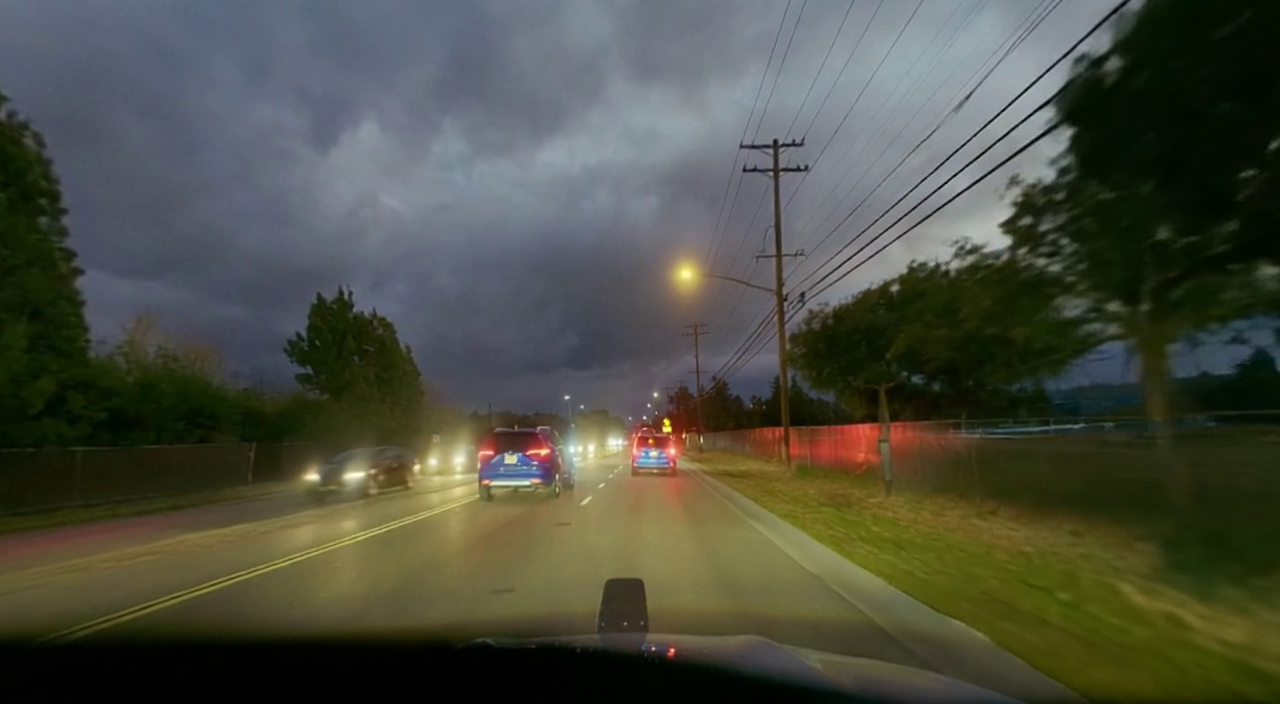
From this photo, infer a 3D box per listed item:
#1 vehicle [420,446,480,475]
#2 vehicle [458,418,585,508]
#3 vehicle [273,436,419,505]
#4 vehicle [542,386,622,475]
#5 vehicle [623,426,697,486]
[{"bbox_3d":[-11.242,6.423,37.659,2.077,1.638,4.584,0,-8,1],"label":"vehicle"},{"bbox_3d":[-2.643,2.630,15.308,2.093,1.832,4.508,0,-8,2],"label":"vehicle"},{"bbox_3d":[-8.358,3.390,18.514,2.020,1.741,4.602,0,-8,1],"label":"vehicle"},{"bbox_3d":[-2.548,4.038,31.627,2.928,3.658,10.953,0,-8,0],"label":"vehicle"},{"bbox_3d":[0.627,3.372,20.641,2.174,1.749,4.113,0,-8,1],"label":"vehicle"}]
